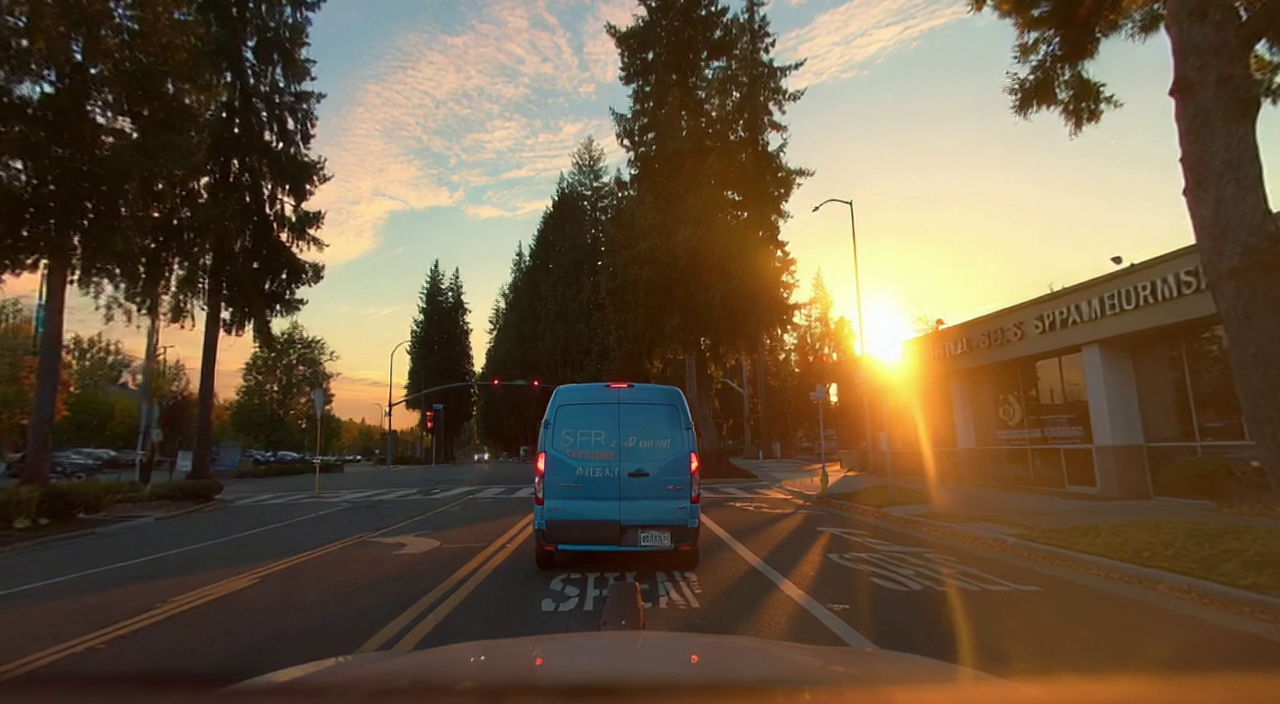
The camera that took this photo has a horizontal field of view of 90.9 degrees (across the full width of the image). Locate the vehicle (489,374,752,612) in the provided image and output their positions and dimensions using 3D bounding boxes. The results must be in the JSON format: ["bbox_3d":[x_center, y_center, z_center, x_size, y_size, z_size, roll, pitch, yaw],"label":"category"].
[{"bbox_3d":[-0.289,1.466,7.295,2.181,1.949,3.932,1,-9,-4],"label":"vehicle"}]
